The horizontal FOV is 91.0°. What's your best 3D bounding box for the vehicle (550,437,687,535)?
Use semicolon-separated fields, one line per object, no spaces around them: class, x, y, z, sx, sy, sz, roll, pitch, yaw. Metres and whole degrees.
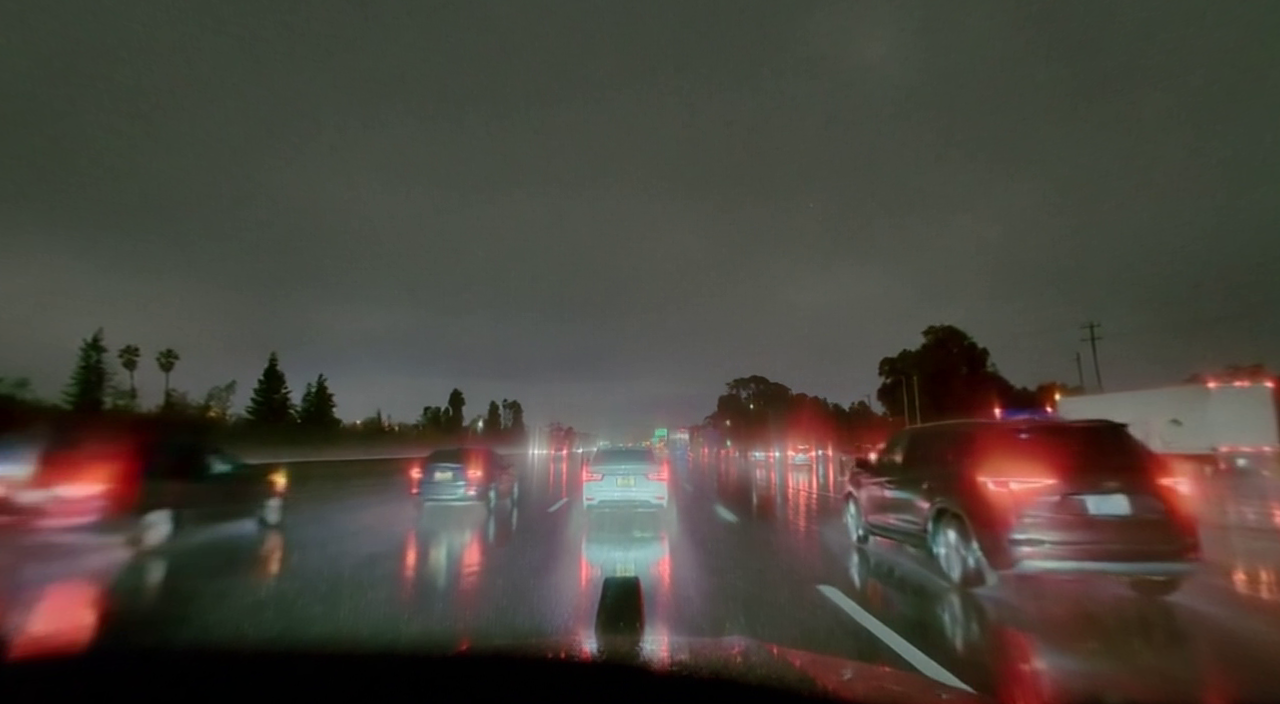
vehicle;-0.300;2.401;11.892;2.132;1.499;4.038;0;-9;1

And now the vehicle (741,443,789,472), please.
vehicle;7.598;6.495;38.794;2.055;1.650;4.241;0;-9;-1

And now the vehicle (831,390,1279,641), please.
vehicle;3.596;1.413;6.344;2.053;1.666;4.106;0;-9;0

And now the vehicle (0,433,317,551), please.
vehicle;-7.929;2.251;10.910;2.032;1.549;4.850;0;-9;1

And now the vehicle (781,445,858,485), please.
vehicle;7.400;4.690;26.413;1.942;1.482;4.250;0;-9;-1

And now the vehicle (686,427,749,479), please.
vehicle;3.689;4.991;31.108;2.440;2.313;5.266;0;-9;0

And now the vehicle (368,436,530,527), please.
vehicle;-3.688;2.576;13.099;1.926;1.542;4.329;0;-9;1
